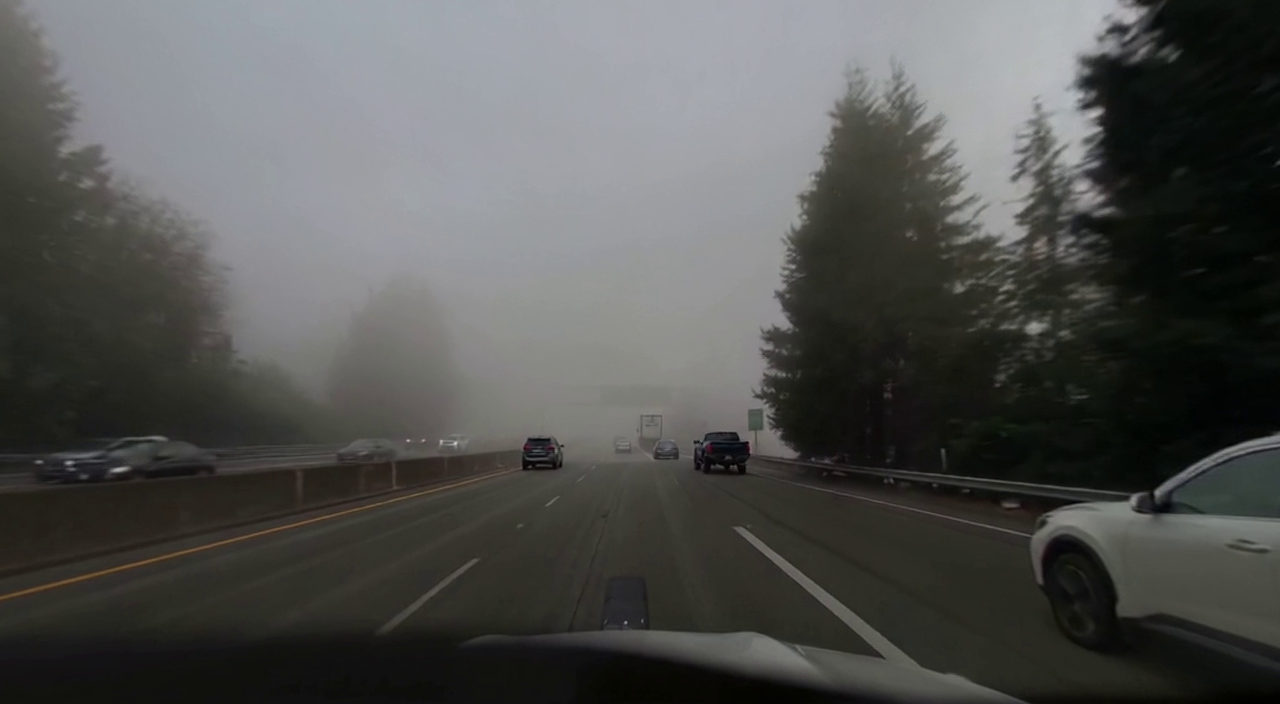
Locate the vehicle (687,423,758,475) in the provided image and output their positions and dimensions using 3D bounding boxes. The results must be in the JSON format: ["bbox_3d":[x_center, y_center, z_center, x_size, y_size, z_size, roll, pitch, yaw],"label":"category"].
[{"bbox_3d":[3.323,4.065,26.614,2.207,1.937,5.610,0,-8,0],"label":"vehicle"}]

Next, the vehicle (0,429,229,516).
[{"bbox_3d":[-10.470,2.301,12.534,1.944,1.446,3.739,0,-8,1],"label":"vehicle"}]

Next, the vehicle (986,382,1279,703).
[{"bbox_3d":[3.655,0.859,2.436,2.127,1.497,4.445,0,-8,1],"label":"vehicle"}]

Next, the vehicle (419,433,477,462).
[{"bbox_3d":[-11.008,5.523,36.457,1.948,1.538,4.322,0,-8,1],"label":"vehicle"}]

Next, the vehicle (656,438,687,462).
[{"bbox_3d":[1.996,6.364,41.106,1.844,1.462,3.736,0,-8,0],"label":"vehicle"}]

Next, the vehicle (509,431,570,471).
[{"bbox_3d":[-4.465,4.465,28.552,2.058,1.689,4.315,0,-8,0],"label":"vehicle"}]

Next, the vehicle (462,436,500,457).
[{"bbox_3d":[-11.680,6.985,46.534,1.727,1.433,3.940,0,-8,1],"label":"vehicle"}]
